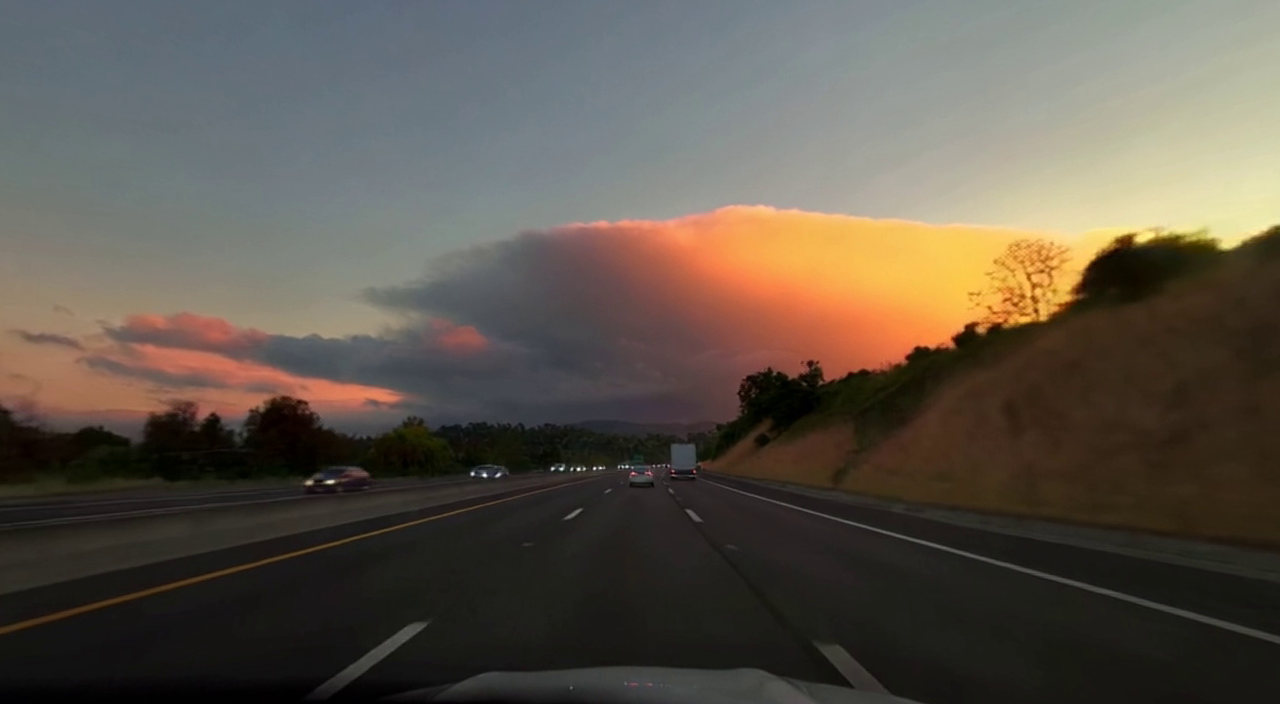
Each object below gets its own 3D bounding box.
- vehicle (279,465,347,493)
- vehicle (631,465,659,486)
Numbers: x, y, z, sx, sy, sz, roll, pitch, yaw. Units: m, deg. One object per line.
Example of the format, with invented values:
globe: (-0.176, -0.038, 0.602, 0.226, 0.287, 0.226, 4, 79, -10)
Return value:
vehicle: (-18.825, 7.303, 36.464, 1.851, 1.518, 3.629, 0, -10, 1)
vehicle: (0.360, 9.238, 47.193, 2.015, 1.478, 3.920, 0, -10, 0)
